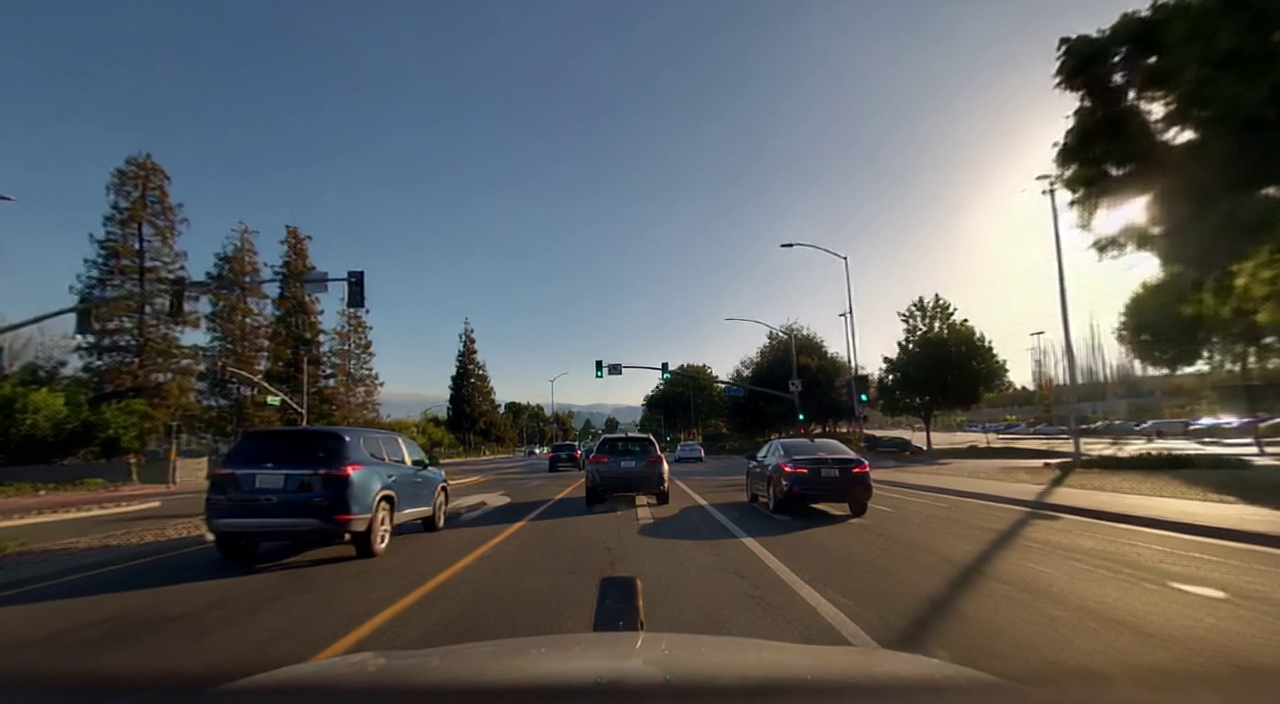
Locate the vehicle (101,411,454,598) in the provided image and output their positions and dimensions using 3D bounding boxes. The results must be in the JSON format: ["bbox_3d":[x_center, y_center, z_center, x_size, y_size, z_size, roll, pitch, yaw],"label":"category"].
[{"bbox_3d":[-3.777,1.632,7.613,1.823,1.602,4.061,0,-8,0],"label":"vehicle"}]

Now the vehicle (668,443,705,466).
[{"bbox_3d":[3.181,7.129,43.998,2.171,1.469,4.420,0,-8,-1],"label":"vehicle"}]

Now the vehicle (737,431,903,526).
[{"bbox_3d":[3.314,2.411,12.605,2.068,1.541,4.041,0,-8,-1],"label":"vehicle"}]

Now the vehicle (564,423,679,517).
[{"bbox_3d":[-0.369,2.522,13.981,2.150,1.725,4.096,0,-8,0],"label":"vehicle"}]
